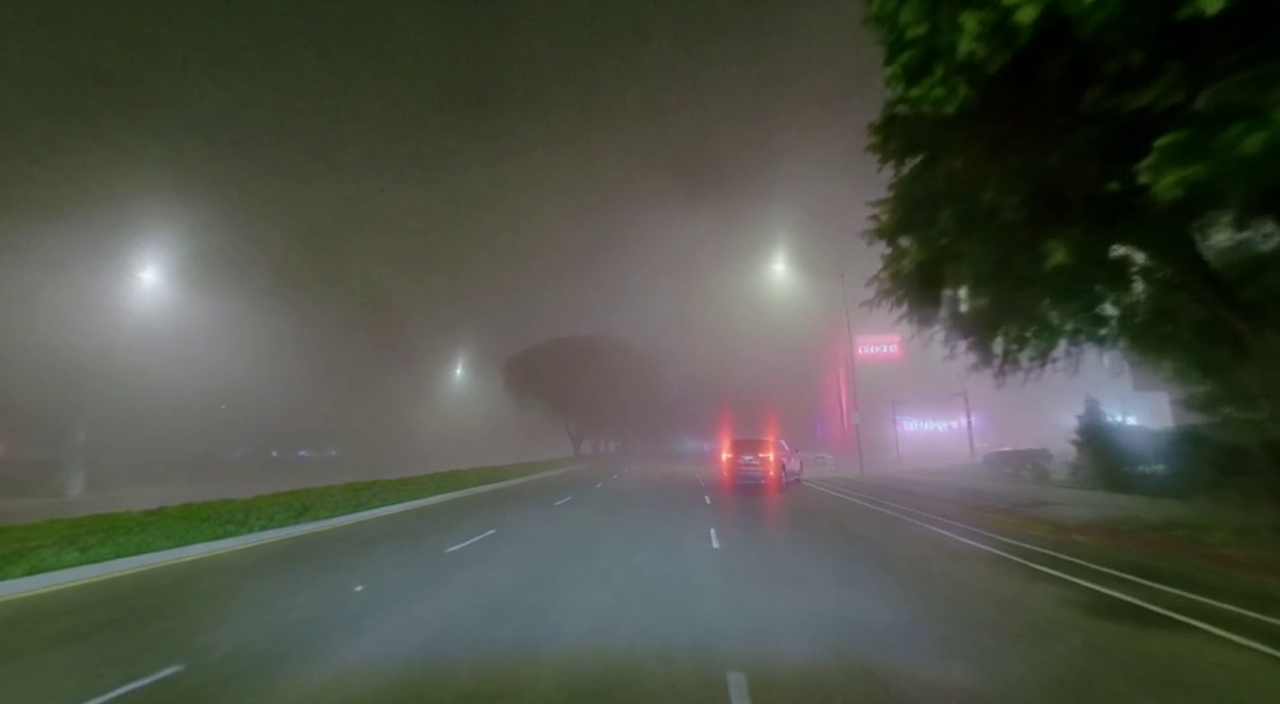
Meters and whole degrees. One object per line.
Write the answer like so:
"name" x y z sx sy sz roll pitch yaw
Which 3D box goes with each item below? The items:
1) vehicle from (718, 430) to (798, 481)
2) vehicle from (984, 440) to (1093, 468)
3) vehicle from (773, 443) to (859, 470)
"vehicle" 5.237 4.443 27.443 2.477 1.991 5.157 -3 -9 20
"vehicle" 22.168 5.703 35.308 4.698 1.465 1.914 -1 -8 7
"vehicle" 10.415 6.180 37.460 4.733 1.499 2.000 -3 -9 17
